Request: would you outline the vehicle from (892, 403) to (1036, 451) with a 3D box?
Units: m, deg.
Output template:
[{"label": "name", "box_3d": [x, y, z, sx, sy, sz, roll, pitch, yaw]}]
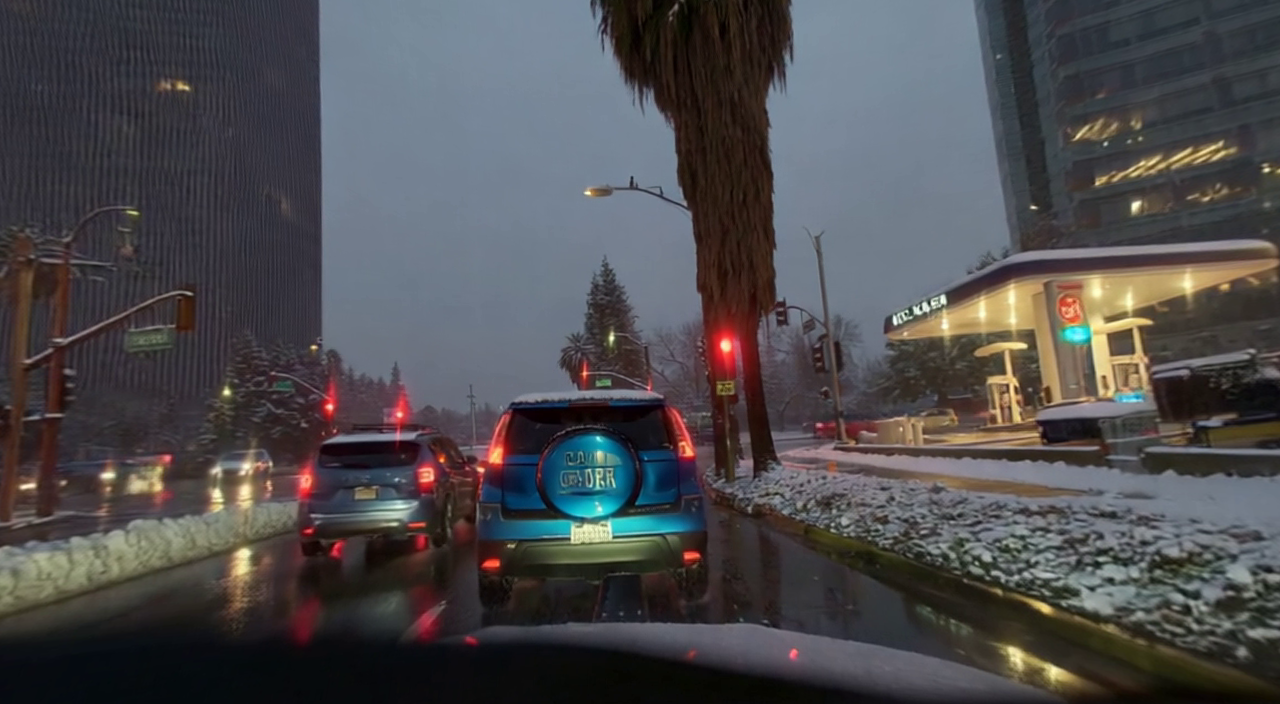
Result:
[{"label": "vehicle", "box_3d": [14.057, 3.312, 27.683, 5.033, 1.999, 2.259, 0, -8, -3]}]

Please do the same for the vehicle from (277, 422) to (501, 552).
[{"label": "vehicle", "box_3d": [-3.868, 2.158, 10.931, 2.097, 1.692, 5.030, 0, -8, -4]}]

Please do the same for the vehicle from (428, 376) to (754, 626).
[{"label": "vehicle", "box_3d": [-0.544, 1.498, 7.410, 2.519, 1.913, 4.819, 0, -8, -4]}]

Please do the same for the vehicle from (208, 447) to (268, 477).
[{"label": "vehicle", "box_3d": [-28.735, 7.862, 45.262, 1.783, 1.997, 4.000, 0, -8, -4]}]

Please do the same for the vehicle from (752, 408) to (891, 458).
[{"label": "vehicle", "box_3d": [7.747, 3.517, 27.364, 5.307, 2.076, 2.122, 0, -8, -5]}]

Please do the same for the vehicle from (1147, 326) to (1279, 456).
[{"label": "vehicle", "box_3d": [9.985, 0.610, 8.698, 4.374, 1.571, 1.963, 0, -8, -4]}]

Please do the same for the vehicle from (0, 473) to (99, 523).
[{"label": "vehicle", "box_3d": [-24.602, 5.681, 24.728, 4.660, 1.708, 2.331, 0, -8, -1]}]
